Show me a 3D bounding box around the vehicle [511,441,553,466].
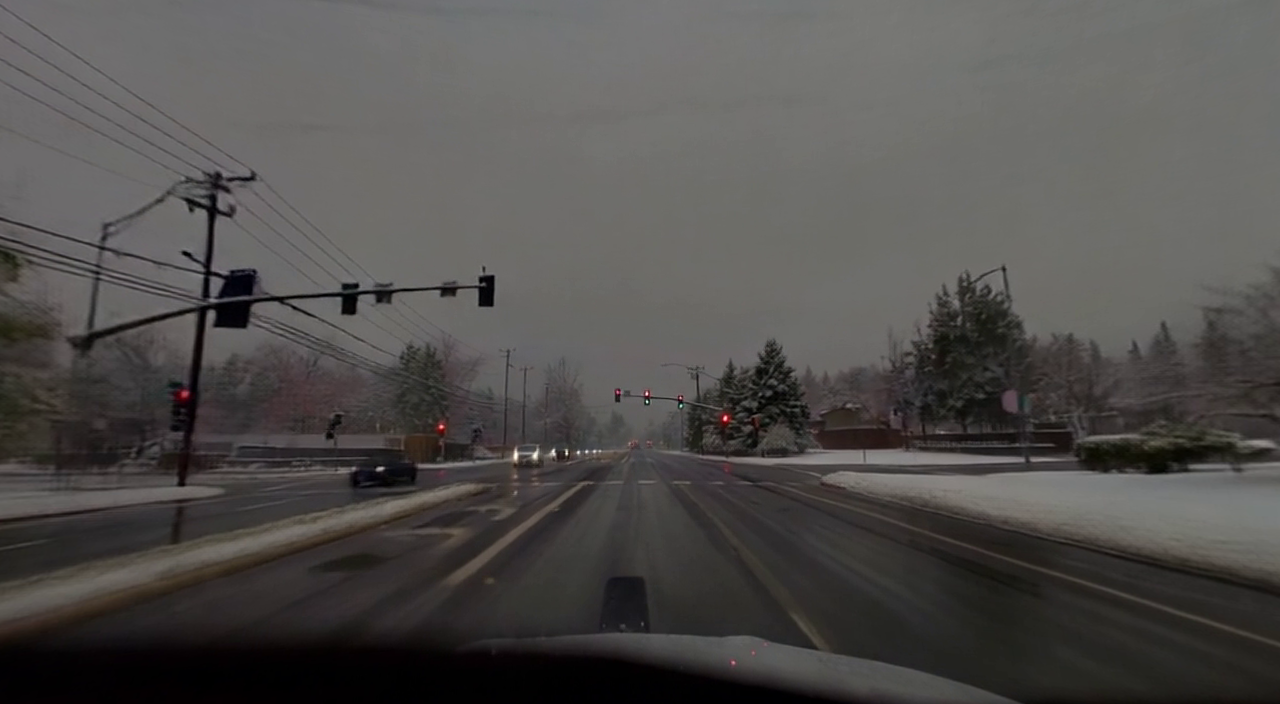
[{"bbox_3d":[-8.452,8.001,49.919,2.206,1.836,5.559,0,-8,2],"label":"vehicle"}]

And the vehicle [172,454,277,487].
[{"bbox_3d":[-20.440,5.777,30.945,5.038,1.435,2.074,-5,-9,29],"label":"vehicle"}]

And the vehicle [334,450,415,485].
[{"bbox_3d":[-12.058,5.247,28.951,1.825,1.435,4.211,0,-8,1],"label":"vehicle"}]
